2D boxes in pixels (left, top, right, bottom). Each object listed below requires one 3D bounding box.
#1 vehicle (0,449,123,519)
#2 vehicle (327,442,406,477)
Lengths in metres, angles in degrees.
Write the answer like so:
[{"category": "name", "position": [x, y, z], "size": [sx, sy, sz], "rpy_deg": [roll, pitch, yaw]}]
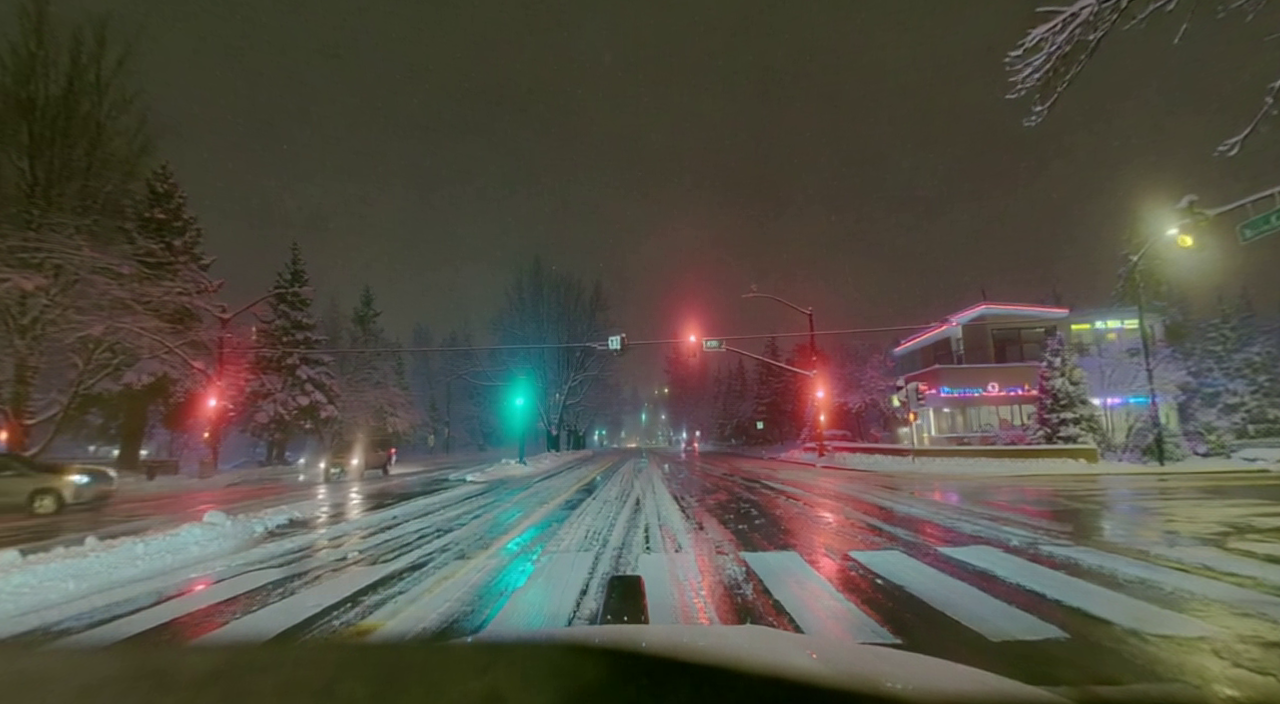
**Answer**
[{"category": "vehicle", "position": [-16.686, 3.373, 16.259], "size": [4.569, 1.658, 2.153], "rpy_deg": [2, -9, -12]}, {"category": "vehicle", "position": [-14.845, 5.814, 34.532], "size": [2.169, 1.753, 4.640], "rpy_deg": [0, -8, 1]}]
